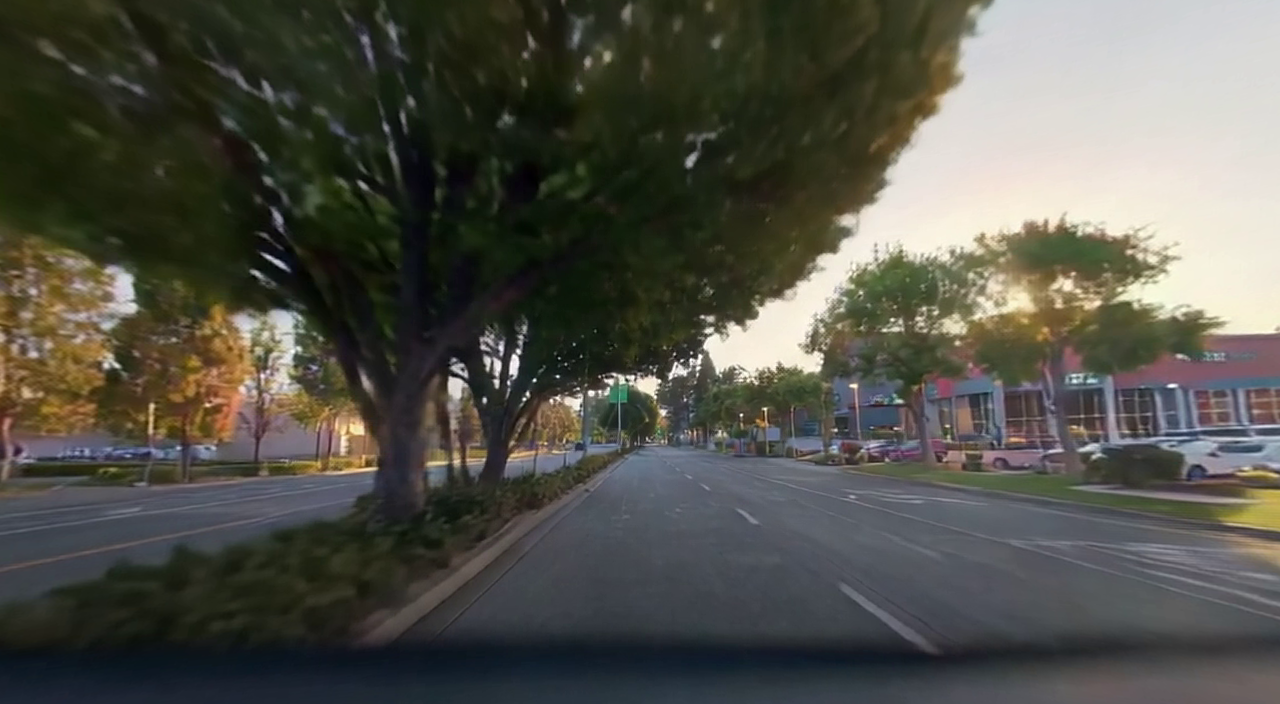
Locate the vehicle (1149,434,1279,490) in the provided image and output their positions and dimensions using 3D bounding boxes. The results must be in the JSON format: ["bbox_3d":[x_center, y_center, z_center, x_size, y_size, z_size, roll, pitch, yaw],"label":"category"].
[{"bbox_3d":[17.726,3.116,18.029,4.595,1.466,2.028,0,-9,-4],"label":"vehicle"}]
